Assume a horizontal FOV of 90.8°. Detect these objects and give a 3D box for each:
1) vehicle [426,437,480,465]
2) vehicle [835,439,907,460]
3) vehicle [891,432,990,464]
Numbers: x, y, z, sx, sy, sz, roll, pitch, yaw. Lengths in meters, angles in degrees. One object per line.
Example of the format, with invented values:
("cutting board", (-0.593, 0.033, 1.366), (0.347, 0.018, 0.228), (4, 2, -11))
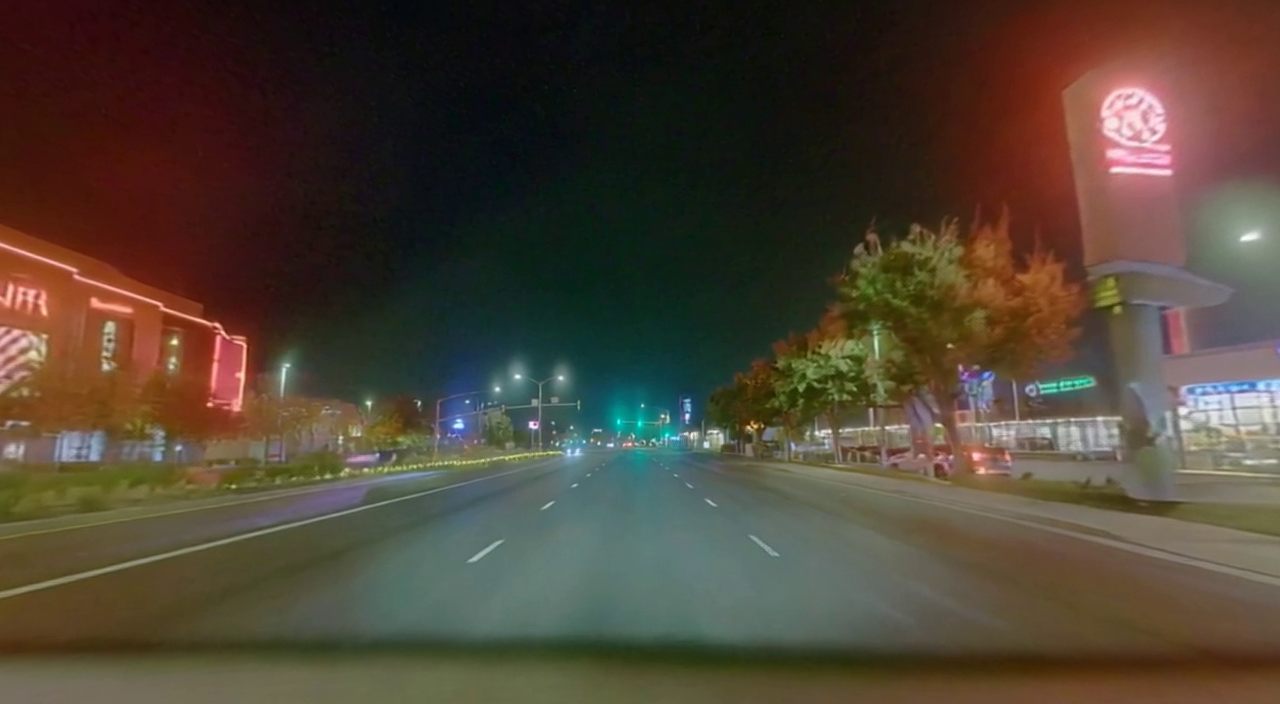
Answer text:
("vehicle", (-12.700, 6.744, 43.327), (2.187, 1.776, 4.832), (0, -8, 0))
("vehicle", (17.084, 7.201, 46.827), (4.564, 1.522, 1.851), (1, -8, -8))
("vehicle", (17.032, 5.485, 35.973), (4.634, 1.745, 1.893), (0, -8, 0))
